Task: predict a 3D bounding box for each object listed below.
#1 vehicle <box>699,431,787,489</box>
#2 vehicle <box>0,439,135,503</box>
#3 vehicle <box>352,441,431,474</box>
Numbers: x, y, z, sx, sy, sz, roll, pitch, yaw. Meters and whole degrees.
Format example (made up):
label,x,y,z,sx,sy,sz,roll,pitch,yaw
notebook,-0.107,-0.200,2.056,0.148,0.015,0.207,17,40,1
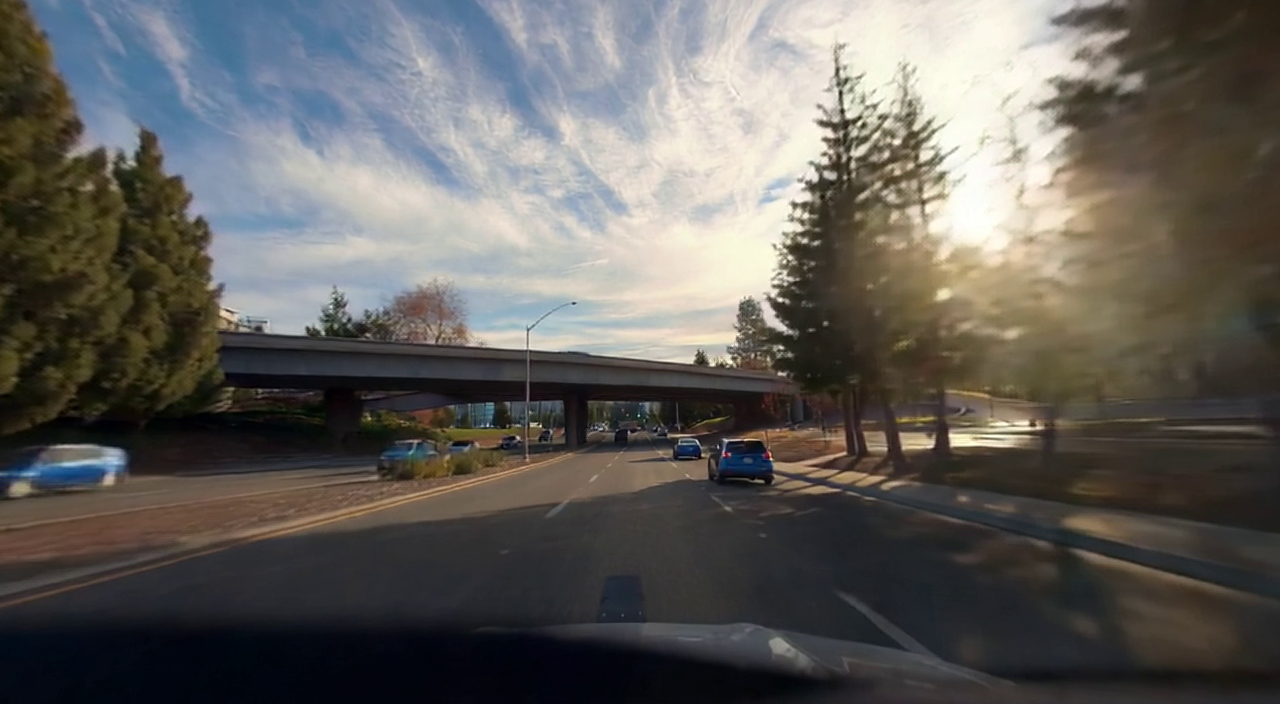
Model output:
label,x,y,z,sx,sy,sz,roll,pitch,yaw
vehicle,3.270,3.542,20.963,2.110,1.712,4.489,0,-9,0
vehicle,-19.166,3.690,19.992,2.056,1.793,4.976,0,-9,0
vehicle,-12.145,5.182,31.189,1.961,1.512,4.747,0,-9,0
